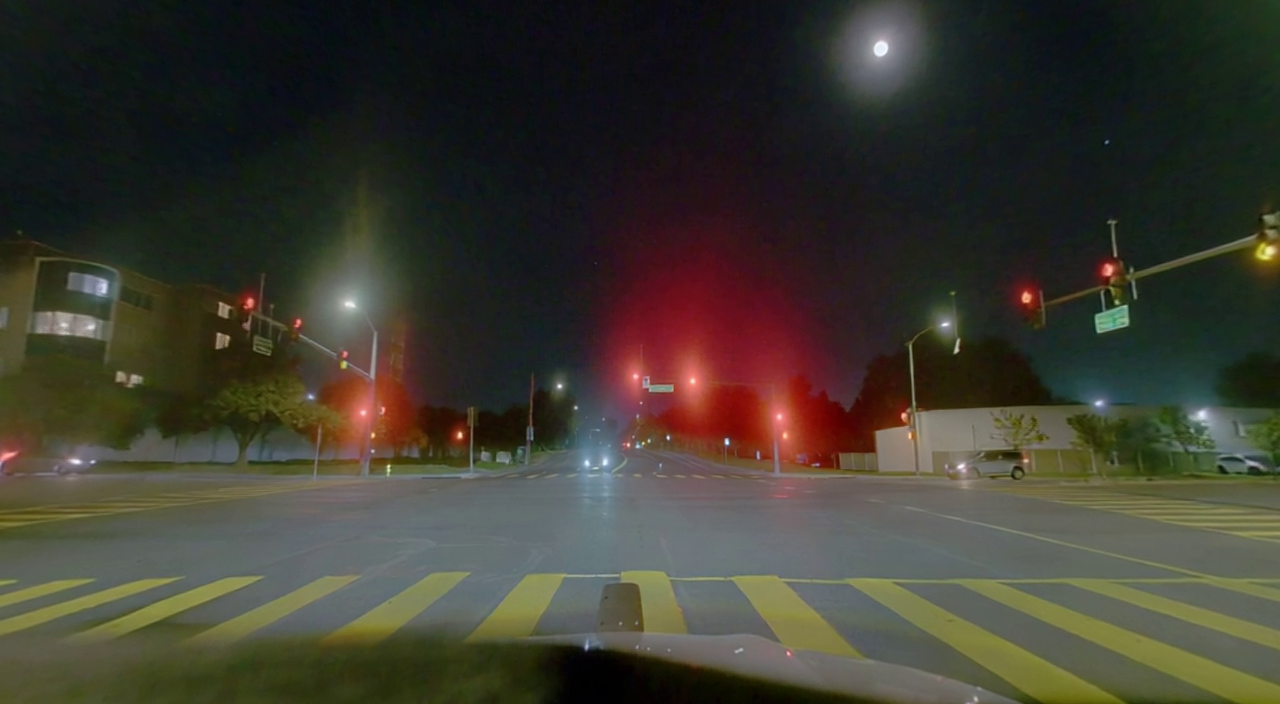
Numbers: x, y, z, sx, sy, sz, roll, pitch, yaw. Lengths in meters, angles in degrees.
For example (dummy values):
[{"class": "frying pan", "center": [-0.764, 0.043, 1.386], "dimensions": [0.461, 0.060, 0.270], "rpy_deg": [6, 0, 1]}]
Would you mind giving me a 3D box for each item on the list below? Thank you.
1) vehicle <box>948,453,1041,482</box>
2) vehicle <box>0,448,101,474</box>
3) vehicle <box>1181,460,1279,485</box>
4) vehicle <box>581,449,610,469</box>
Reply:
[{"class": "vehicle", "center": [21.129, 6.876, 37.568], "dimensions": [4.447, 1.623, 1.801], "rpy_deg": [0, -9, -3]}, {"class": "vehicle", "center": [-35.109, 6.417, 37.212], "dimensions": [4.741, 1.447, 1.807], "rpy_deg": [0, -9, 0]}, {"class": "vehicle", "center": [36.248, 7.308, 38.267], "dimensions": [4.976, 1.428, 1.929], "rpy_deg": [0, -8, -2]}, {"class": "vehicle", "center": [-3.407, 8.355, 49.214], "dimensions": [1.908, 1.441, 4.142], "rpy_deg": [0, -8, 1]}]
